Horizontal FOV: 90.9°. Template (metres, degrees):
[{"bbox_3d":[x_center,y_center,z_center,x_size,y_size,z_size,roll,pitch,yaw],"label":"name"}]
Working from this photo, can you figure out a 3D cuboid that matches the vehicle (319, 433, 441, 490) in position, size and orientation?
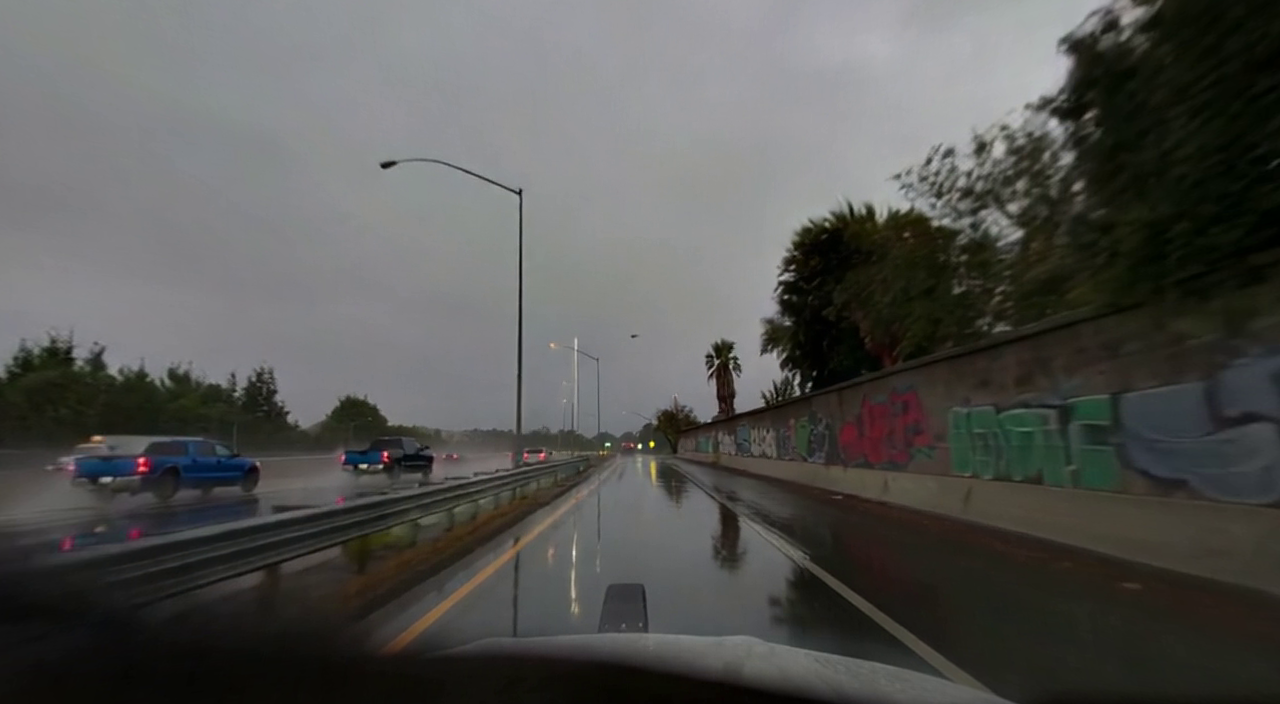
[{"bbox_3d":[-10.117,4.313,25.202,2.342,1.999,5.594,0,-9,1],"label":"vehicle"}]

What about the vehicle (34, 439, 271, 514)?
[{"bbox_3d":[-14.117,3.598,18.988,2.272,1.882,5.941,0,-9,1],"label":"vehicle"}]
